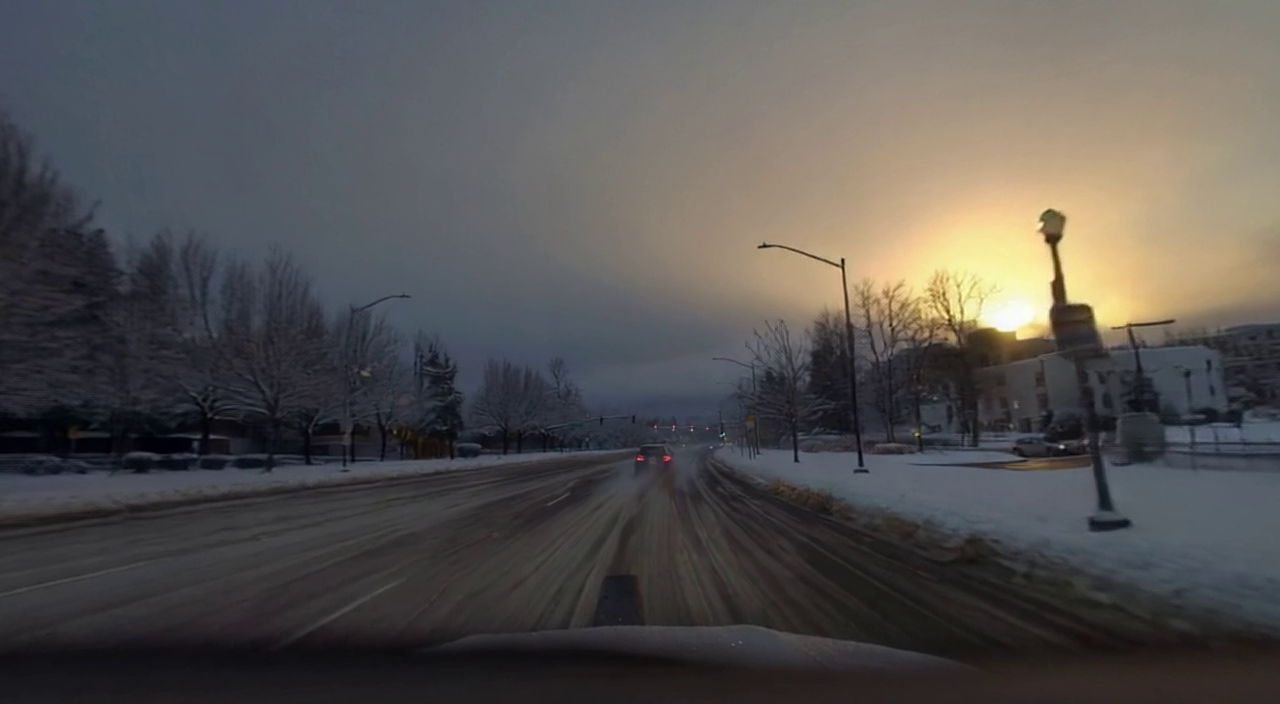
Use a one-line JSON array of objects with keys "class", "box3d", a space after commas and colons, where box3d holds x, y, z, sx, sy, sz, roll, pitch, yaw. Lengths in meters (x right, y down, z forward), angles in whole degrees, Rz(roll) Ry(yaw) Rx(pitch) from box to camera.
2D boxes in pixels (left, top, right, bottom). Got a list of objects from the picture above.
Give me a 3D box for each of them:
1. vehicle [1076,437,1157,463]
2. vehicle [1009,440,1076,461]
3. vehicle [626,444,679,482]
[{"class": "vehicle", "box3d": [34.520, 7.060, 45.953, 1.984, 1.750, 4.798, 0, -8, -2]}, {"class": "vehicle", "box3d": [29.489, 7.280, 46.430, 1.839, 1.470, 4.548, 0, -9, -1]}, {"class": "vehicle", "box3d": [0.578, 4.808, 27.567, 2.133, 1.481, 4.276, 0, -9, 2]}]
